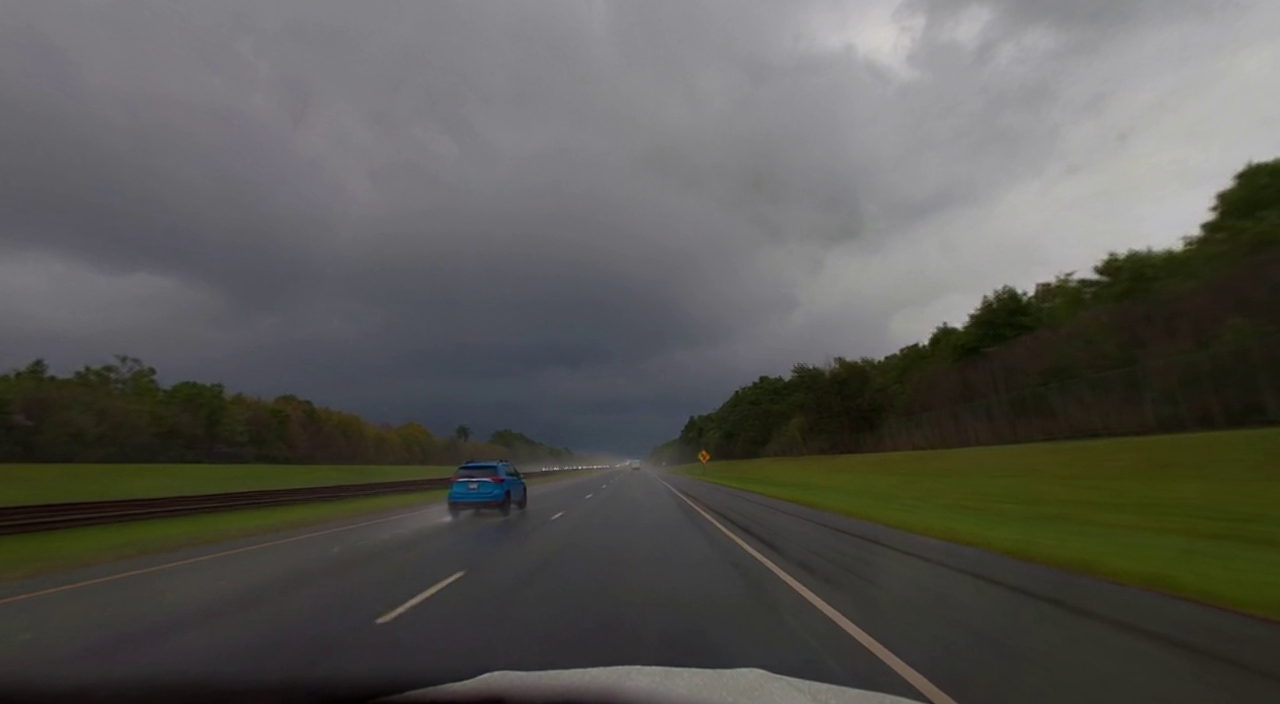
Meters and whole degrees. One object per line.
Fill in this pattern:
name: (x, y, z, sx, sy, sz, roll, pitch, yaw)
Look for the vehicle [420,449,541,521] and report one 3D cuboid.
vehicle: (-4.005, 3.463, 16.770, 1.928, 1.593, 4.871, 1, -10, 0)
